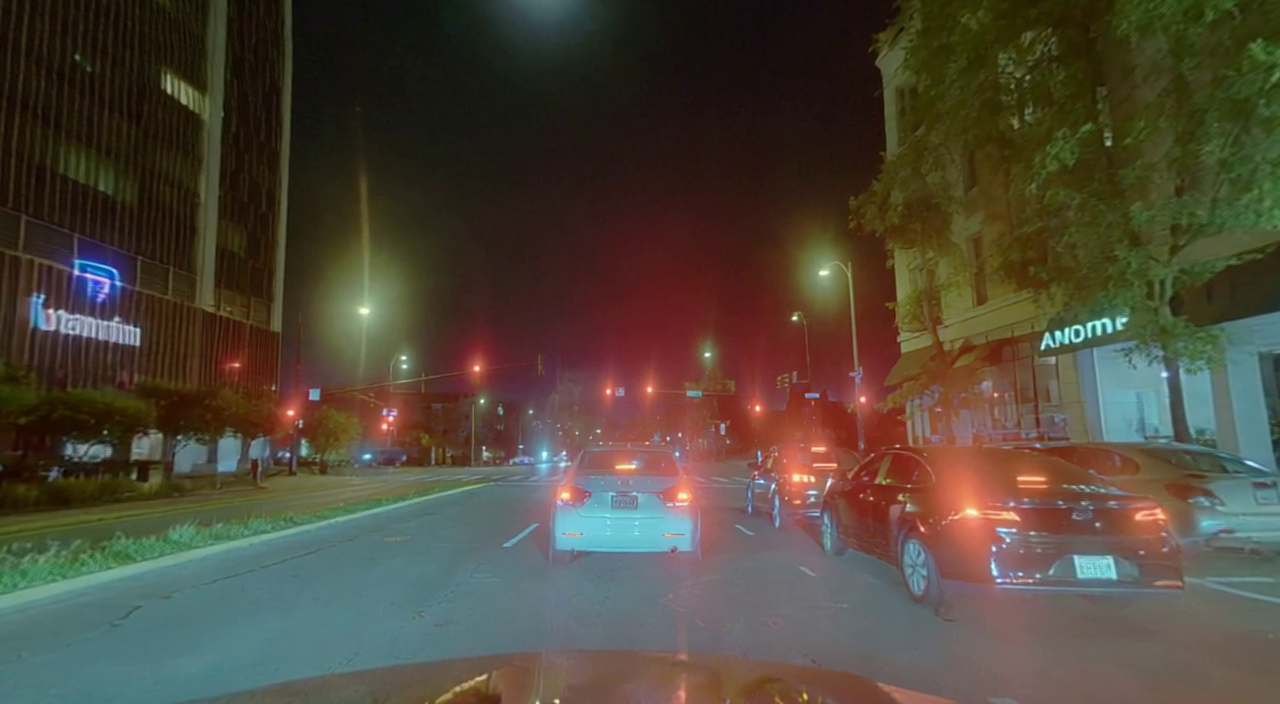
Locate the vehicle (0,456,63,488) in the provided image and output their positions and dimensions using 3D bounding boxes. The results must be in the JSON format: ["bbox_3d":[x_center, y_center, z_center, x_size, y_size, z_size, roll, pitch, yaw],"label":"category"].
[{"bbox_3d":[-31.726,5.992,31.563,1.913,1.531,4.000,-9,-12,43],"label":"vehicle"}]

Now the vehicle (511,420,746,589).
[{"bbox_3d":[-0.135,1.685,7.800,2.118,1.512,4.013,0,-9,-1],"label":"vehicle"}]

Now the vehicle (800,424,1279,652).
[{"bbox_3d":[3.213,1.548,6.426,1.912,1.454,4.537,0,-9,-1],"label":"vehicle"}]
